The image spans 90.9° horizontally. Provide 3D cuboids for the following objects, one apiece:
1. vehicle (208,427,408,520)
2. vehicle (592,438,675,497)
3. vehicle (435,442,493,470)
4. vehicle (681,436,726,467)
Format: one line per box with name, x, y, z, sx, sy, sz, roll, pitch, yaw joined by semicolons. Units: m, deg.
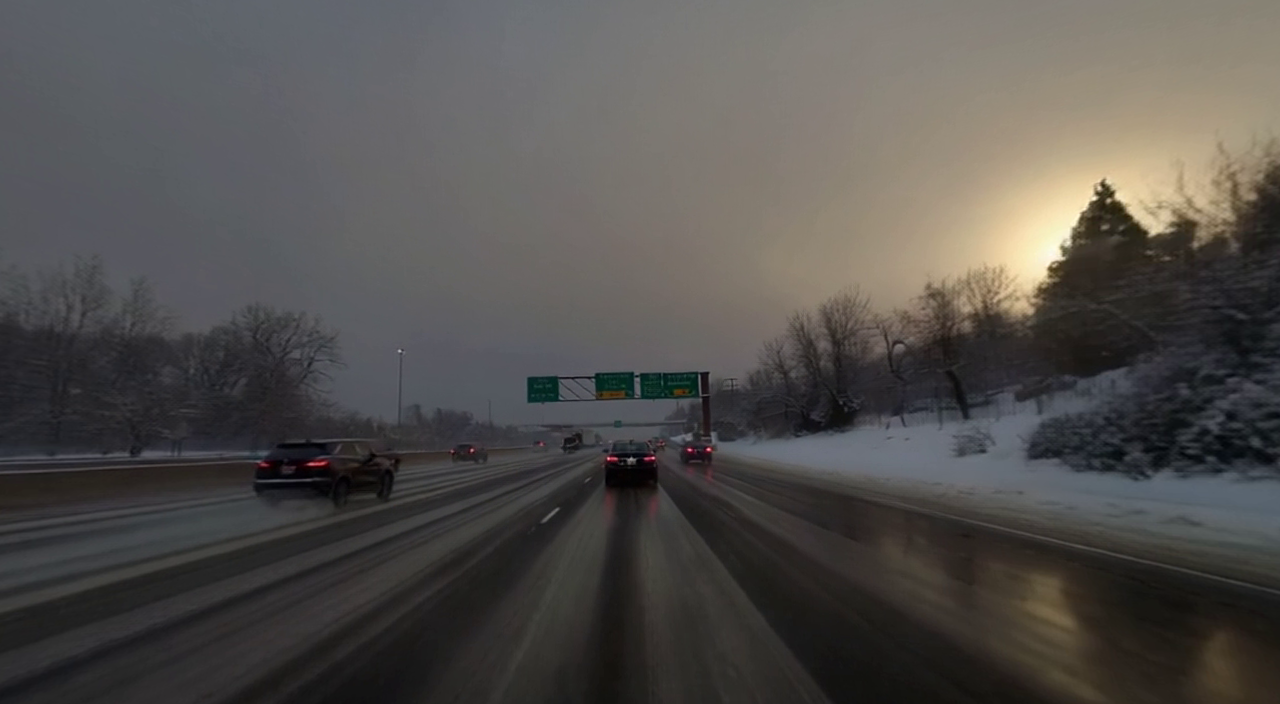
vehicle;-6.869;2.536;13.706;2.060;1.669;4.242;0;-8;-1
vehicle;-0.179;3.168;17.724;2.042;1.446;4.269;0;-8;-1
vehicle;-10.451;6.219;37.923;2.019;1.510;4.992;0;-8;1
vehicle;3.703;5.915;37.671;2.100;1.707;4.342;0;-8;-2
